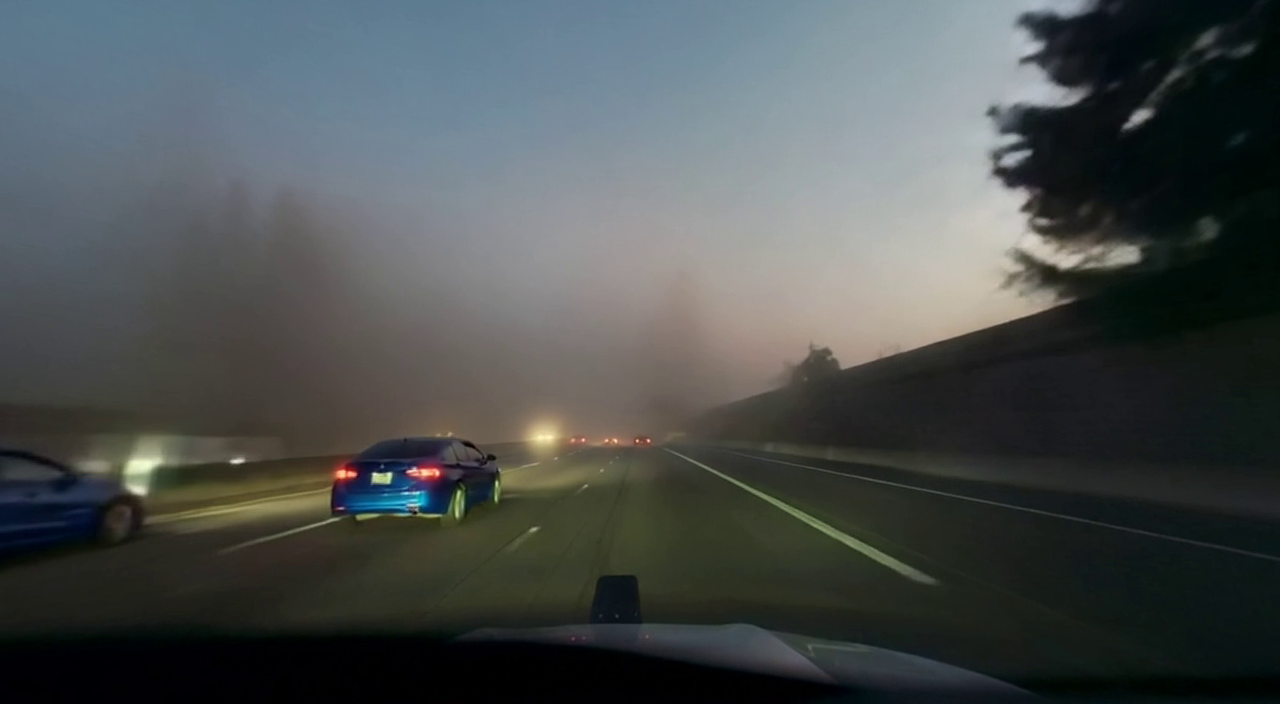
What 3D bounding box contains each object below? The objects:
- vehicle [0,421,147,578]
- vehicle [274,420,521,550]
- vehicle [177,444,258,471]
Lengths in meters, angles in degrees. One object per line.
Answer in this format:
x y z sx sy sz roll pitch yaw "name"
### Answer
-7.190 1.356 5.563 2.084 1.494 4.404 0 -8 0 "vehicle"
-3.218 1.821 9.352 2.079 1.500 3.881 0 -8 1 "vehicle"
-25.437 6.339 38.069 1.834 1.504 4.325 0 -8 2 "vehicle"
